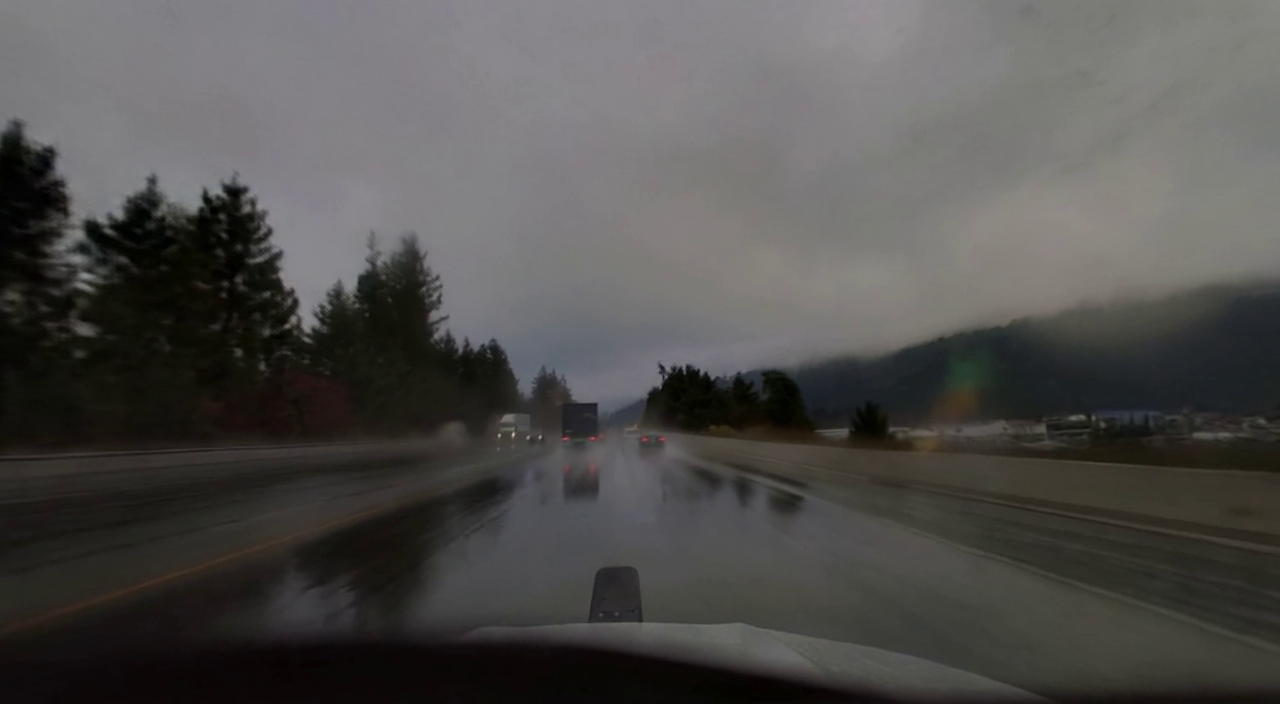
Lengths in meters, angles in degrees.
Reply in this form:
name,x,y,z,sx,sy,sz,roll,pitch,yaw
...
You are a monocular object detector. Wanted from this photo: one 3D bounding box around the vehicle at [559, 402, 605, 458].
name,x,y,z,sx,sy,sz,roll,pitch,yaw
vehicle,-3.419,4.807,38.746,2.450,3.098,6.965,0,-8,-2
